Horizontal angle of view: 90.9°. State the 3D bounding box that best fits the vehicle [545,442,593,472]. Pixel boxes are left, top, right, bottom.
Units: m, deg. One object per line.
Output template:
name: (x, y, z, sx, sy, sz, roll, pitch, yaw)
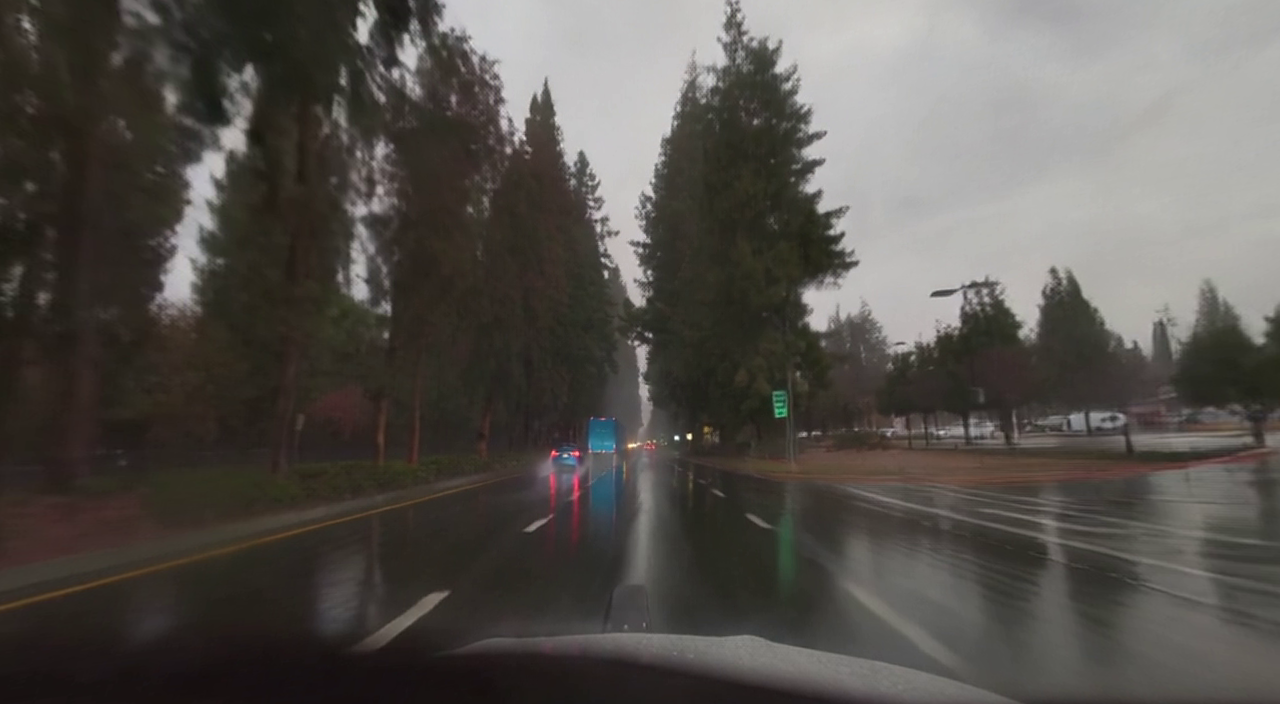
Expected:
vehicle: (-3.689, 5.543, 33.511, 2.005, 1.462, 4.345, 0, -8, 1)
